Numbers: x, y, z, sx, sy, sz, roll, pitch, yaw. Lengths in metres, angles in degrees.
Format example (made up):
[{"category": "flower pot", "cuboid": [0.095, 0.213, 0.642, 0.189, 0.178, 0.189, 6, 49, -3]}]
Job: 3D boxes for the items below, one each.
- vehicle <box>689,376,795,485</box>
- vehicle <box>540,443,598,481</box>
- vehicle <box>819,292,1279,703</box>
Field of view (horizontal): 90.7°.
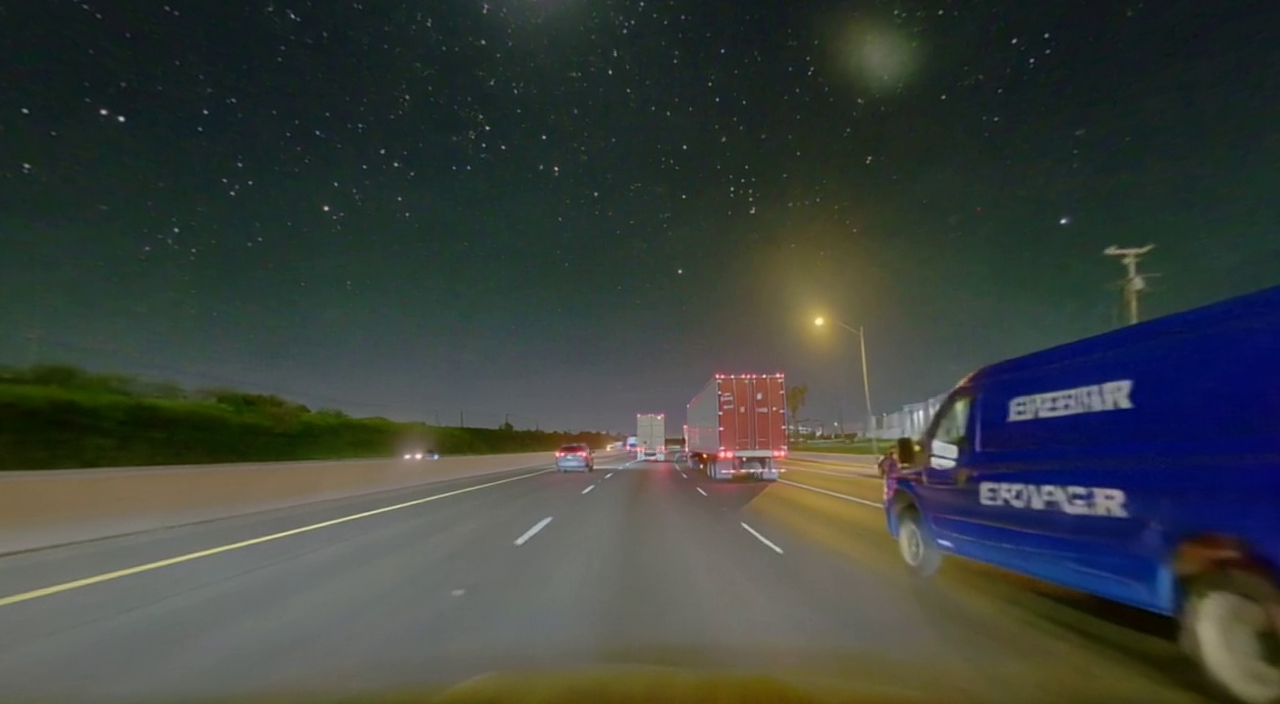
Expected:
[{"category": "vehicle", "cuboid": [4.266, 3.883, 30.112, 2.951, 3.974, 13.340, -1, -9, 1]}, {"category": "vehicle", "cuboid": [-2.930, 4.665, 27.047, 2.024, 1.472, 4.014, 0, -8, 0]}, {"category": "vehicle", "cuboid": [3.825, 1.061, 4.592, 2.809, 1.919, 7.507, 0, -9, 0]}]
